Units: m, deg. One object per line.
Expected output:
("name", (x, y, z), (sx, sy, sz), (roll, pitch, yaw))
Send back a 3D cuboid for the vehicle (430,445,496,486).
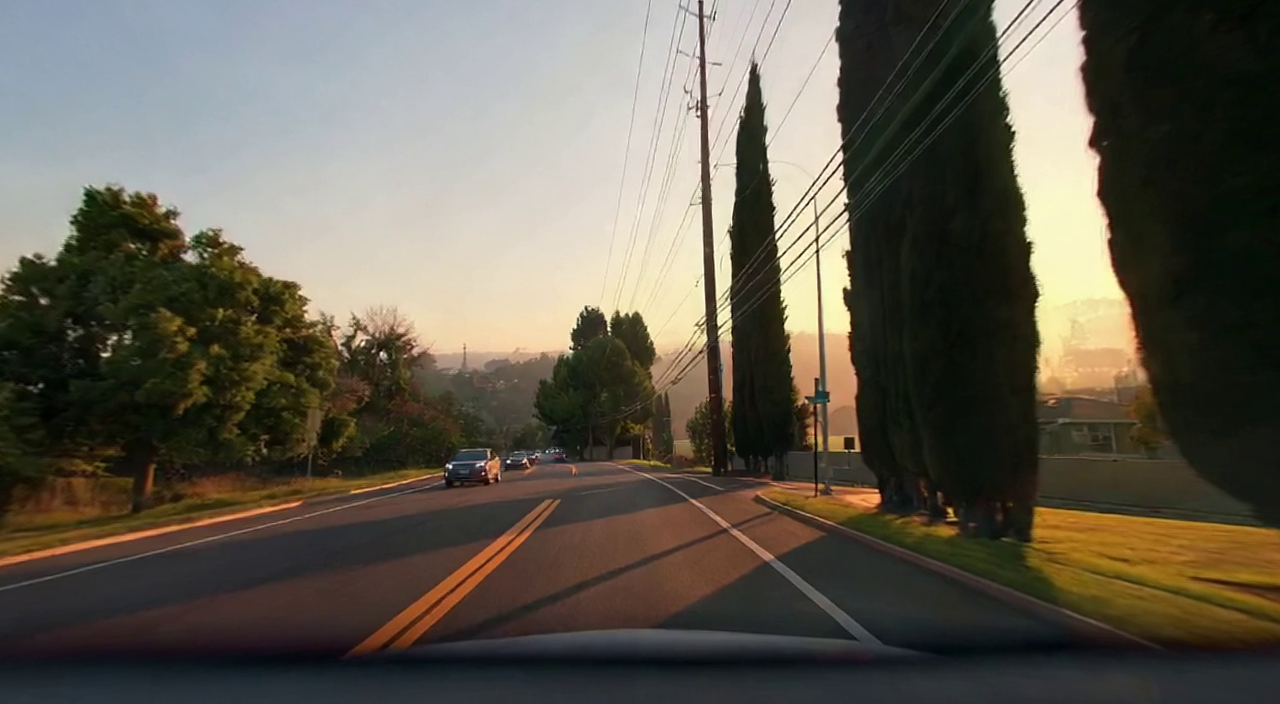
("vehicle", (-7.747, 4.965, 28.095), (2.001, 1.647, 4.514), (1, -8, -5))
